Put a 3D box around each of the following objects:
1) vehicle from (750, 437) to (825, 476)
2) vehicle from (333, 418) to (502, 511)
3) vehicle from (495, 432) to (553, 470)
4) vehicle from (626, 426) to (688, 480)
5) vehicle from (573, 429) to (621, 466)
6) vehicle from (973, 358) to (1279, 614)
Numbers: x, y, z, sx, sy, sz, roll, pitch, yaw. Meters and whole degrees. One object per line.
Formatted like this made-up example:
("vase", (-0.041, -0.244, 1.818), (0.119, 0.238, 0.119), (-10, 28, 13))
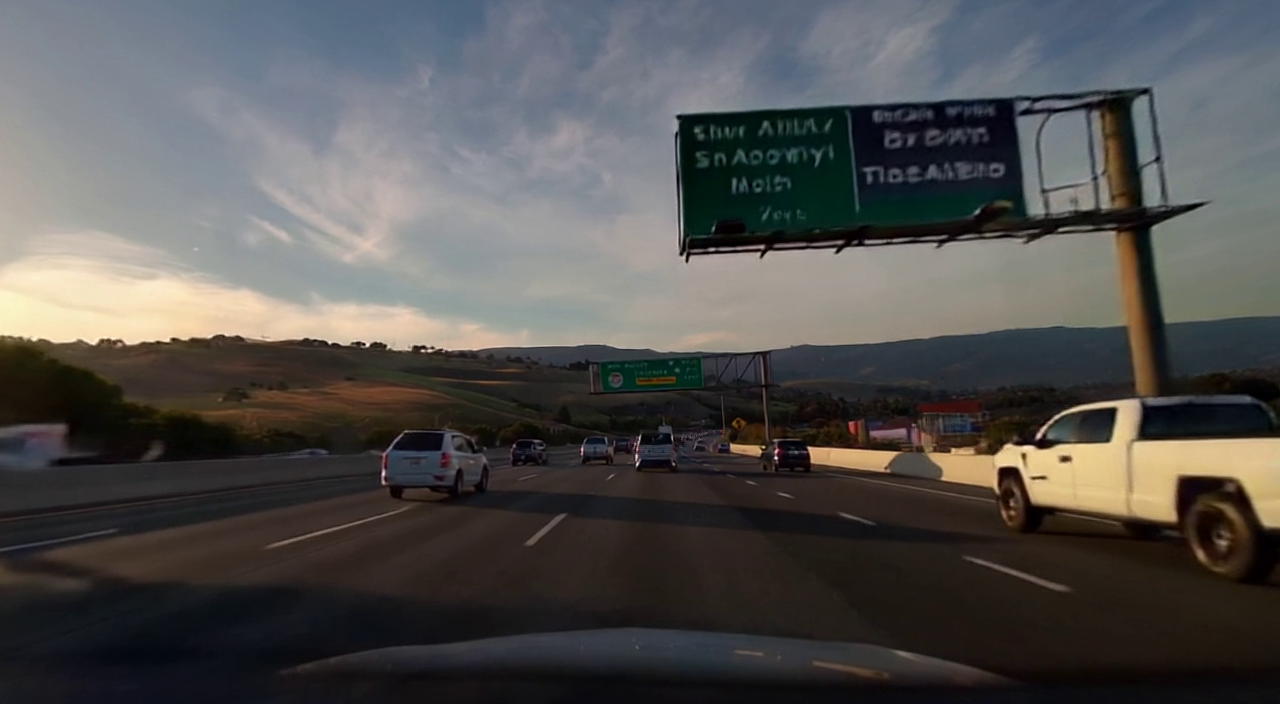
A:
("vehicle", (5.977, 4.275, 26.088), (1.998, 1.456, 4.338), (0, -8, 0))
("vehicle", (-4.897, 2.569, 14.879), (2.160, 1.799, 5.001), (0, -8, 0))
("vehicle", (-6.010, 5.169, 33.176), (2.036, 1.813, 4.564), (-1, -8, 2))
("vehicle", (0.604, 3.684, 23.160), (2.052, 1.808, 3.898), (0, -8, 1))
("vehicle", (-2.440, 5.688, 37.641), (2.316, 1.999, 5.765), (-1, -8, 2))
("vehicle", (5.682, 1.227, 6.310), (2.029, 1.859, 4.669), (0, -8, -1))
